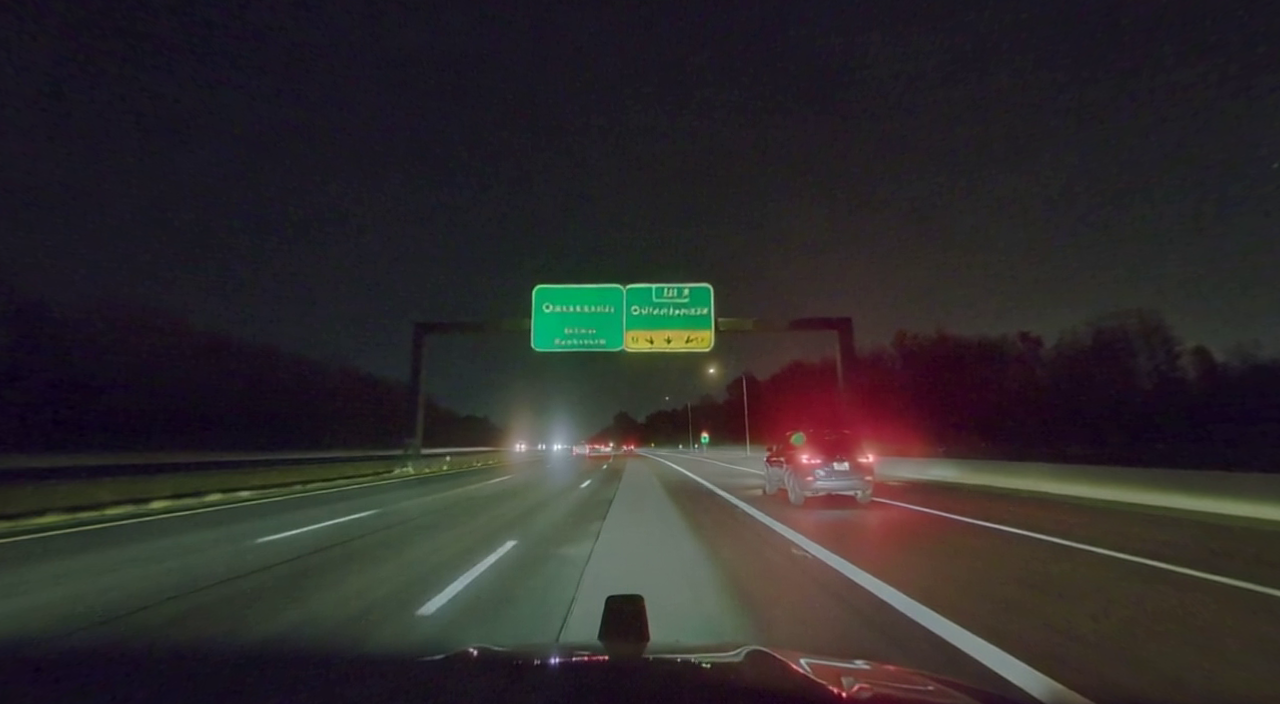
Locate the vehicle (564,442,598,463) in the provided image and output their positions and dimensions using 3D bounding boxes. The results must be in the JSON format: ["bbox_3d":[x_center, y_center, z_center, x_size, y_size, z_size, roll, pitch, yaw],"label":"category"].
[{"bbox_3d":[-4.325,7.424,46.649,2.211,1.524,3.651,0,-8,0],"label":"vehicle"}]
